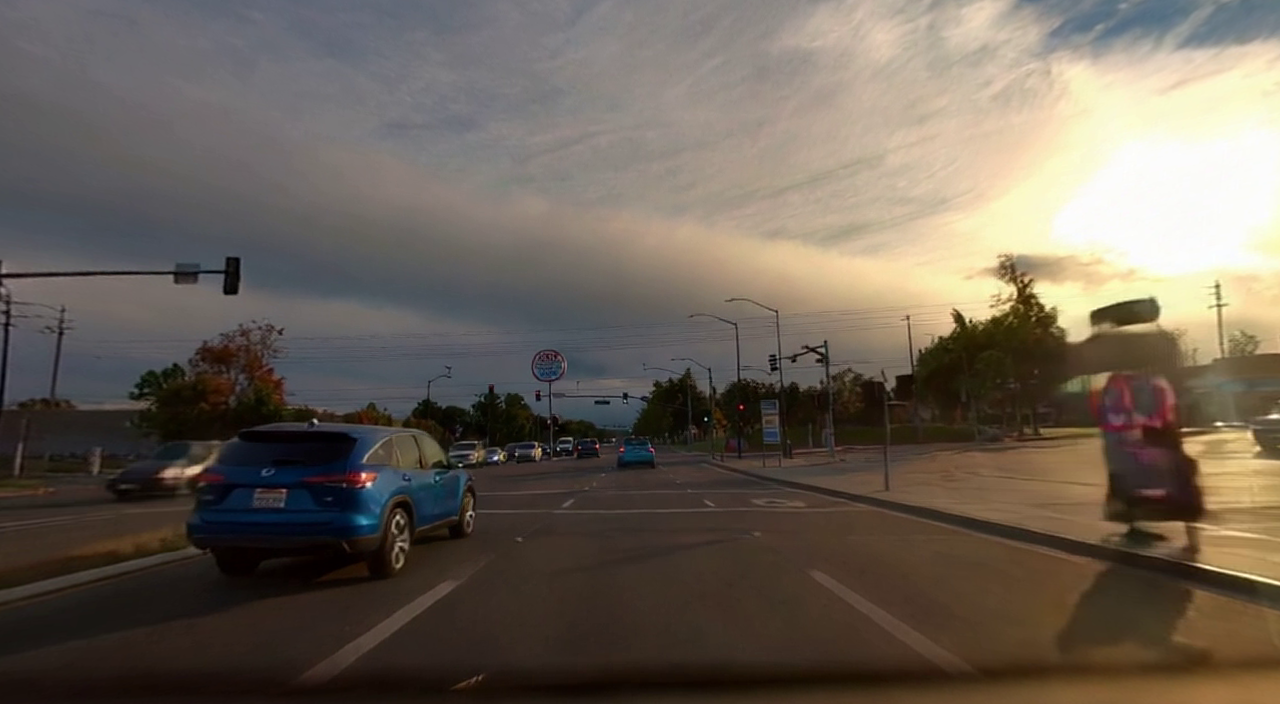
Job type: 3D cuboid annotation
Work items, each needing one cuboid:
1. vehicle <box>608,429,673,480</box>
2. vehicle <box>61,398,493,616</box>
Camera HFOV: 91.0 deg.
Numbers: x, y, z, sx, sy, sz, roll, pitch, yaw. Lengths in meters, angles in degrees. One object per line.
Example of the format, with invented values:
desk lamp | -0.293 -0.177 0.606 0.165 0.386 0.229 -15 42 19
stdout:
vehicle | -0.027 4.410 27.324 2.552 1.999 5.498 0 -8 -1
vehicle | -3.503 1.612 7.593 2.247 1.734 4.919 0 -8 0
